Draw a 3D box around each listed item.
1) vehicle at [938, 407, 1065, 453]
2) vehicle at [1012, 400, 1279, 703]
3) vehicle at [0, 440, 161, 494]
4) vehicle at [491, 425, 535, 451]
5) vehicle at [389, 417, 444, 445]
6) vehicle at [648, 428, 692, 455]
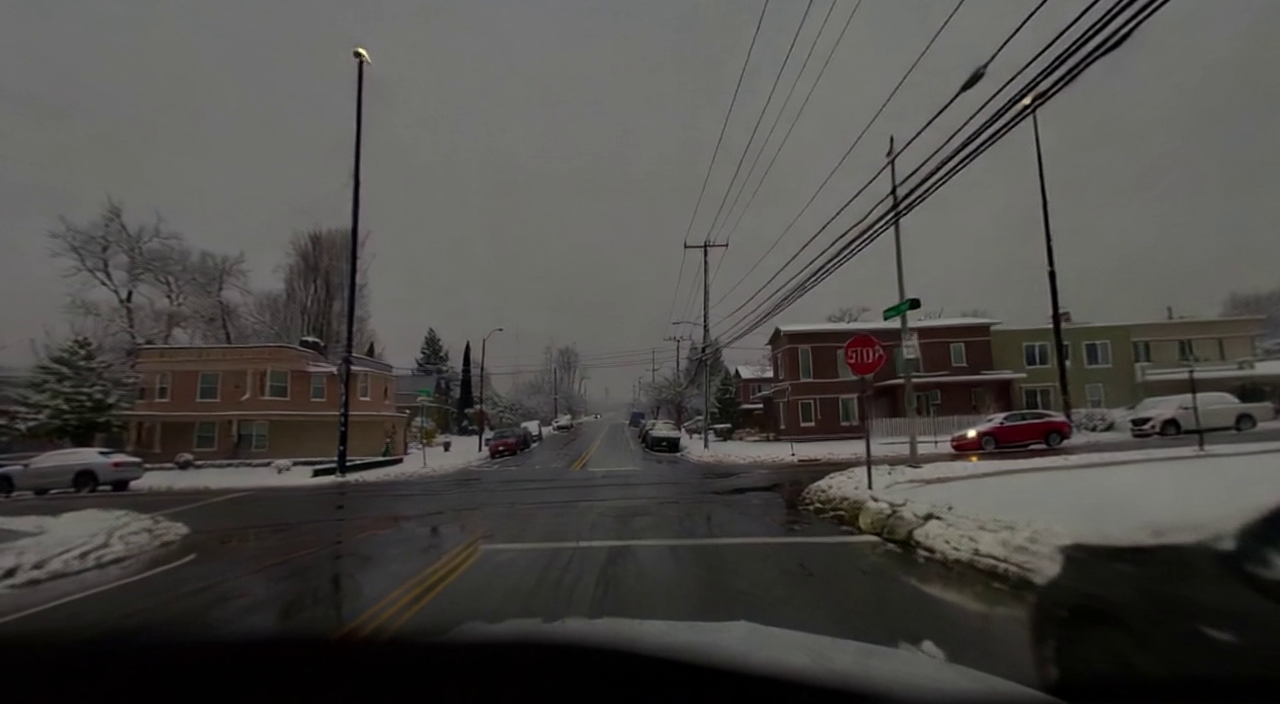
[{"bbox_3d":[17.185,3.739,30.156,4.985,2.088,2.141,2,-9,-12],"label":"vehicle"},{"bbox_3d":[3.030,0.715,0.751,2.038,1.473,4.842,0,-8,-3],"label":"vehicle"},{"bbox_3d":[-19.719,3.978,22.066,4.181,1.742,1.945,1,-9,-11],"label":"vehicle"},{"bbox_3d":[-8.334,5.732,41.897,2.065,1.553,4.636,0,-8,-1],"label":"vehicle"},{"bbox_3d":[-14.345,5.168,40.836,1.992,1.678,4.658,0,-8,-3],"label":"vehicle"},{"bbox_3d":[1.731,5.351,37.721,2.120,1.487,4.360,0,-8,-4],"label":"vehicle"}]
